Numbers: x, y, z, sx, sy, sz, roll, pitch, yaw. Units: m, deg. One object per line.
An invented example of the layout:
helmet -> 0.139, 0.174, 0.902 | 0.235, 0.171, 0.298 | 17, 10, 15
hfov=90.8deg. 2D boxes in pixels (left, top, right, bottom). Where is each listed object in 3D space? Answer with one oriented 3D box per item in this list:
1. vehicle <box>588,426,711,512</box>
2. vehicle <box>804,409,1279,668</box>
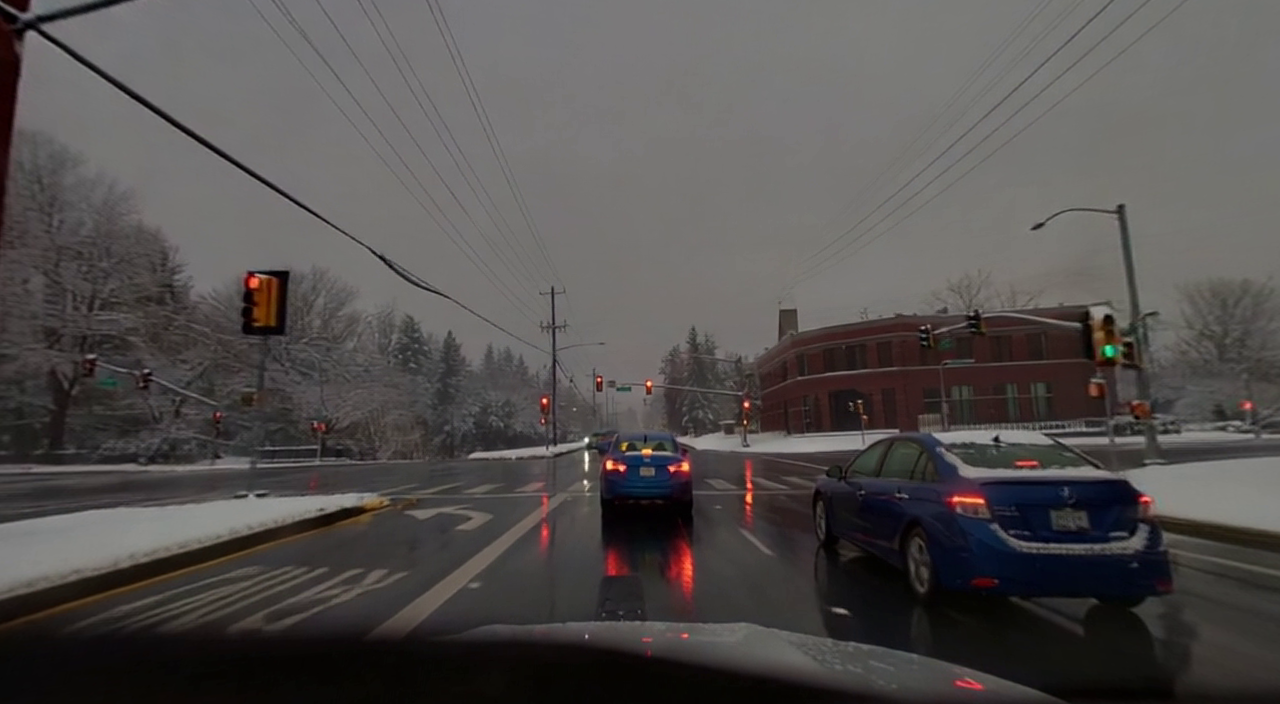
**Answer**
vehicle -> 0.163, 2.310, 12.859 | 2.110, 1.466, 3.860 | 0, -8, 0
vehicle -> 3.072, 1.371, 5.770 | 2.004, 1.448, 4.263 | 0, -8, 0
